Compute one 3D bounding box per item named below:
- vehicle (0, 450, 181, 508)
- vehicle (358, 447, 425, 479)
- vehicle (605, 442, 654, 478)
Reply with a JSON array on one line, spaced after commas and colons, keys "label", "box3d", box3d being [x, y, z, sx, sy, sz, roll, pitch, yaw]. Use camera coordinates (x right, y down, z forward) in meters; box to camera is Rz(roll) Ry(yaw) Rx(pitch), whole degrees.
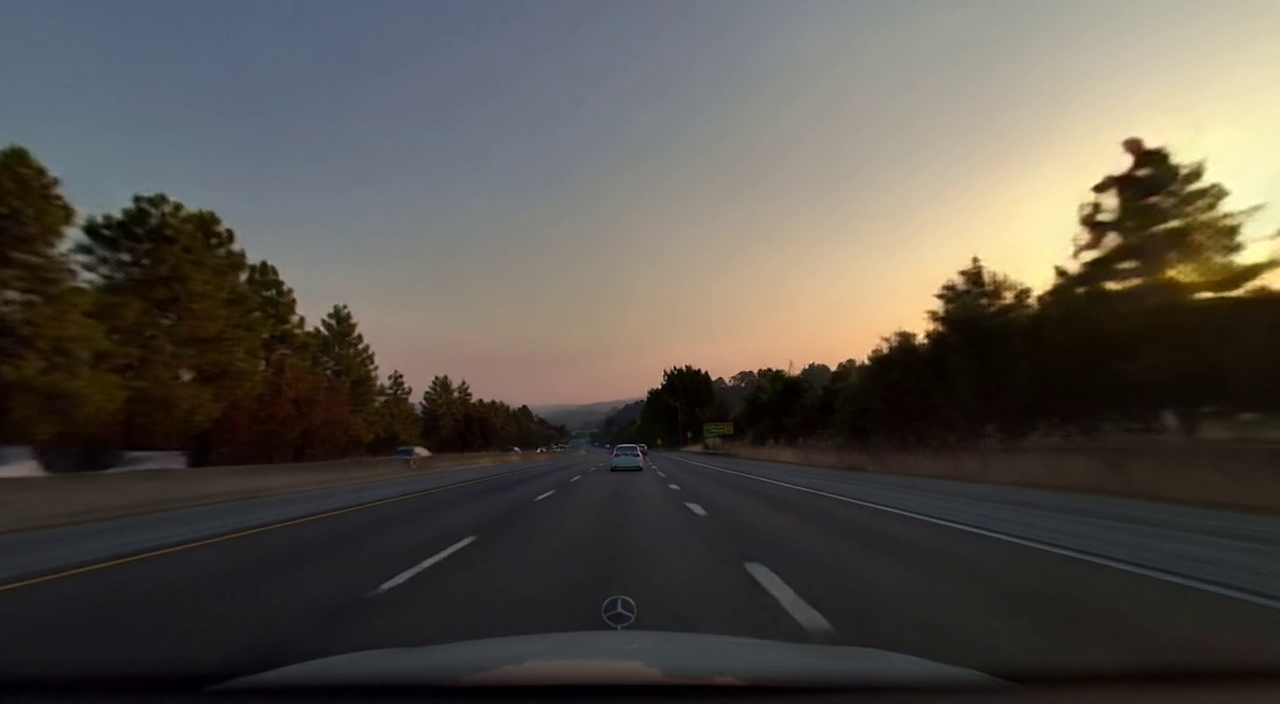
[{"label": "vehicle", "box3d": [-17.301, 3.957, 20.012, 1.985, 1.603, 4.337, 0, -9, -1]}, {"label": "vehicle", "box3d": [-12.753, 5.704, 32.456, 1.824, 1.518, 3.973, 0, -9, 0]}, {"label": "vehicle", "box3d": [-0.483, 4.985, 29.231, 2.095, 1.537, 4.017, 0, -9, -1]}]
